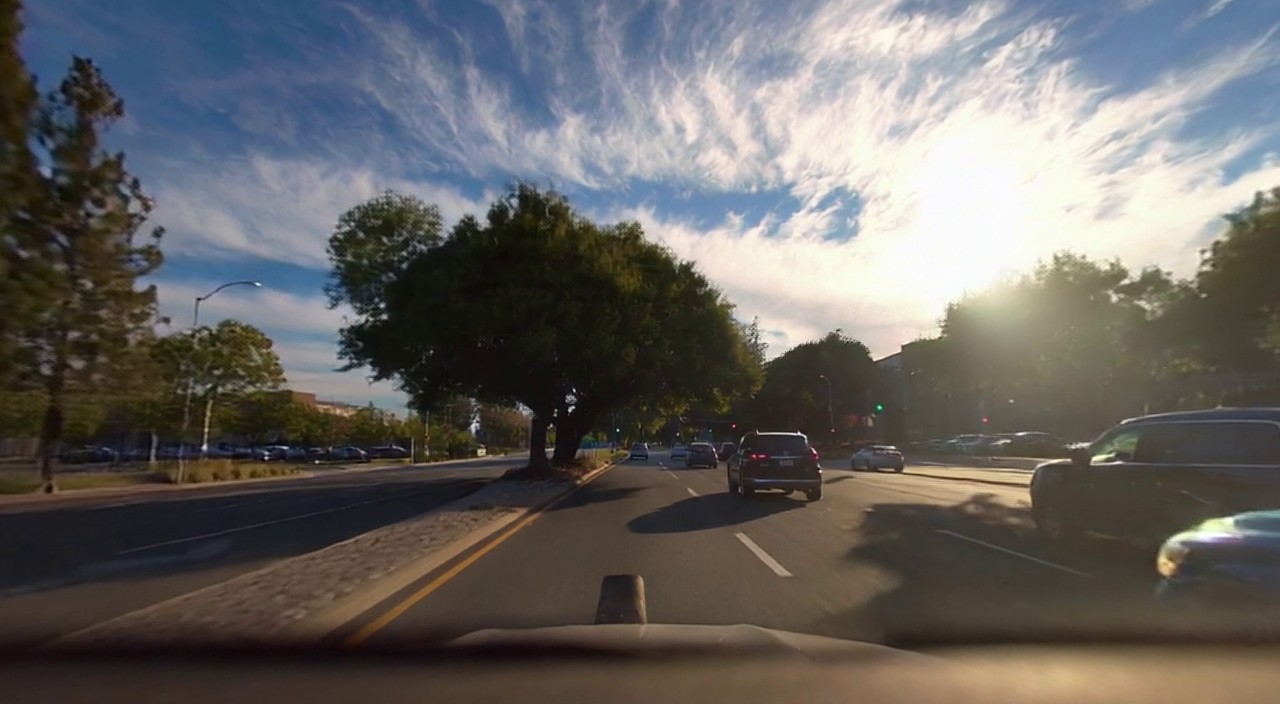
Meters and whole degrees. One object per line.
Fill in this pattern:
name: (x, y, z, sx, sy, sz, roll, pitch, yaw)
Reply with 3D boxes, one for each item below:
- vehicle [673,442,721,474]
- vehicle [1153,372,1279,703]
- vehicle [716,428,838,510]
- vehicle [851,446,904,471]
vehicle: (2.832, 5.336, 32.085, 1.980, 1.484, 4.093, 1, -8, -1)
vehicle: (3.165, 0.563, 0.105, 1.932, 1.547, 4.992, 1, -8, 0)
vehicle: (3.168, 2.795, 15.528, 2.075, 1.698, 4.142, 1, -8, 0)
vehicle: (15.392, 6.893, 40.970, 1.815, 1.493, 4.135, 1, -8, 0)
